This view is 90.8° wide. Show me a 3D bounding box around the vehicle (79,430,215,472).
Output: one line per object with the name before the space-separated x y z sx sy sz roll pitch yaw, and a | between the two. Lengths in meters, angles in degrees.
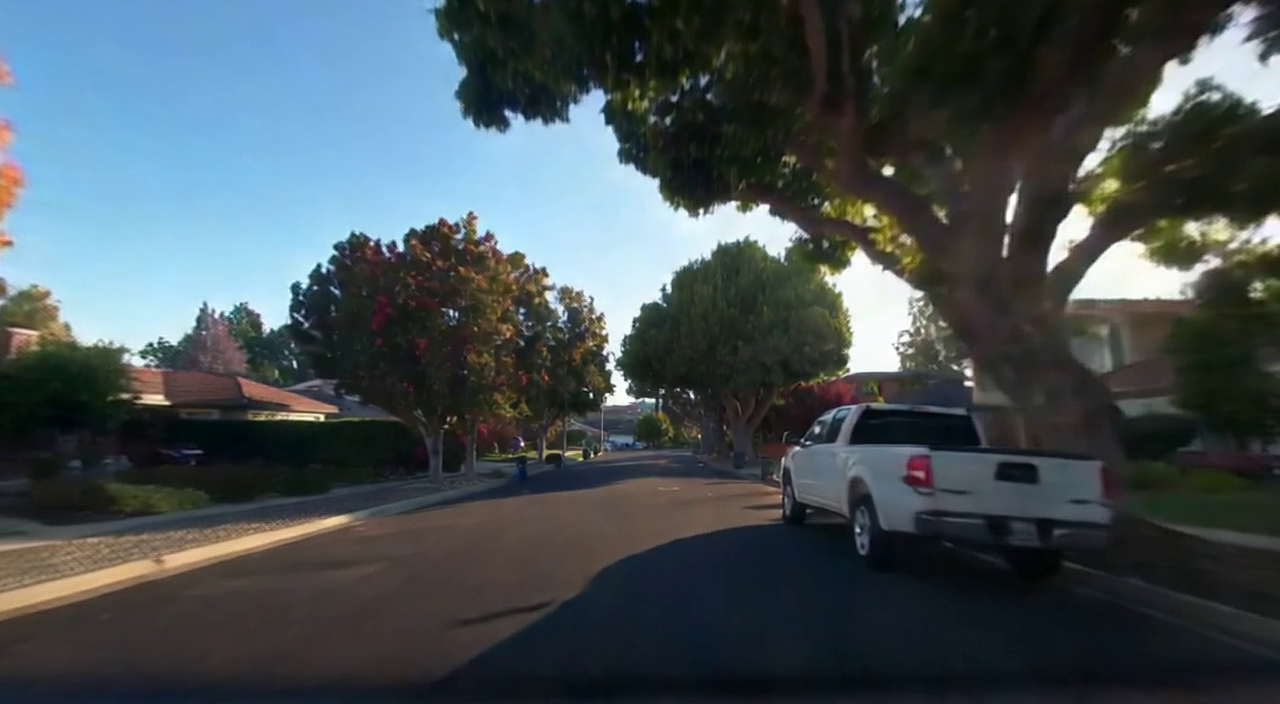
vehicle | -19.471 3.892 25.006 4.337 1.496 1.868 -2 -9 15

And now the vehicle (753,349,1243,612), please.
vehicle | 3.681 1.618 9.132 2.789 2.206 7.420 -1 -8 1
